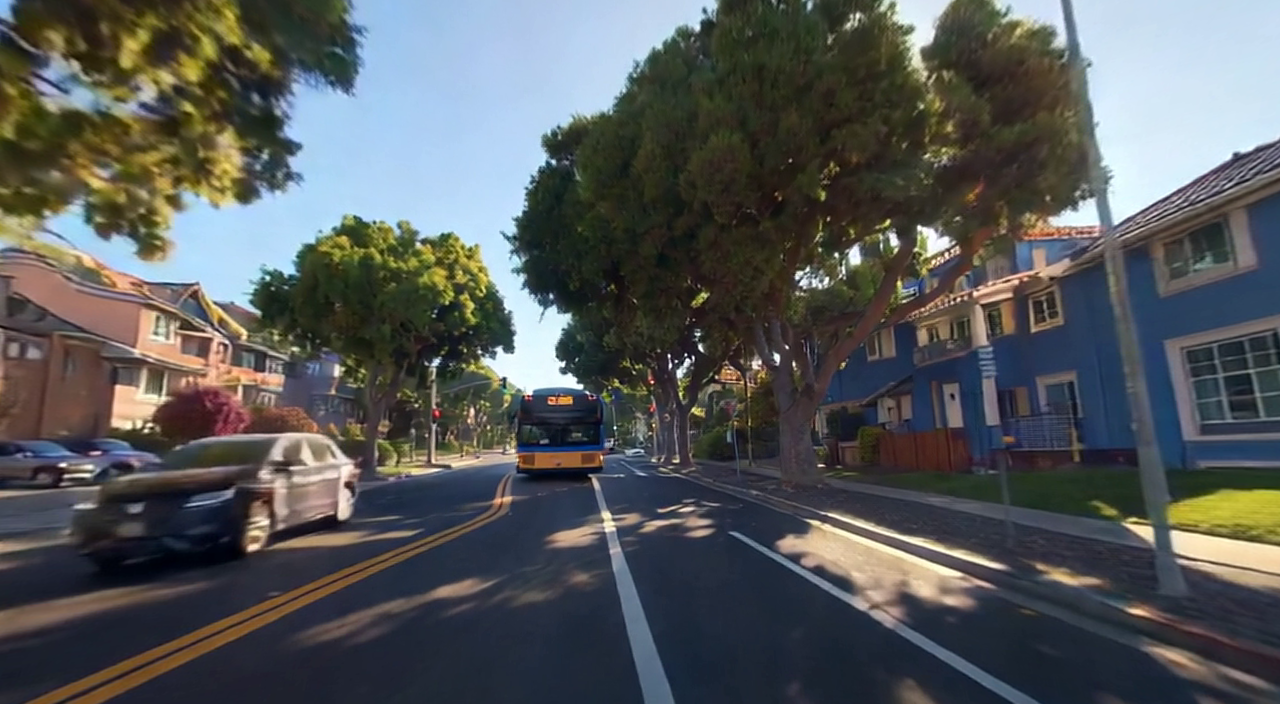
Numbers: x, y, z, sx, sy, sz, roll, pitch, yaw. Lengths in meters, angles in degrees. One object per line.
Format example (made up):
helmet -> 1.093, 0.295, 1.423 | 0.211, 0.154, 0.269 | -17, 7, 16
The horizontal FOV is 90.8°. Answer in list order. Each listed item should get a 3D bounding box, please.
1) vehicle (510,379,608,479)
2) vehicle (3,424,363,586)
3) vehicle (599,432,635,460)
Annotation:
vehicle -> -3.114, 3.477, 27.589 | 3.031, 3.200, 13.052 | 3, -8, -3
vehicle -> -5.405, 1.805, 8.368 | 1.925, 1.489, 4.235 | -1, -8, -6
vehicle -> -1.570, 6.204, 41.848 | 2.097, 1.675, 3.905 | 3, -8, -4
